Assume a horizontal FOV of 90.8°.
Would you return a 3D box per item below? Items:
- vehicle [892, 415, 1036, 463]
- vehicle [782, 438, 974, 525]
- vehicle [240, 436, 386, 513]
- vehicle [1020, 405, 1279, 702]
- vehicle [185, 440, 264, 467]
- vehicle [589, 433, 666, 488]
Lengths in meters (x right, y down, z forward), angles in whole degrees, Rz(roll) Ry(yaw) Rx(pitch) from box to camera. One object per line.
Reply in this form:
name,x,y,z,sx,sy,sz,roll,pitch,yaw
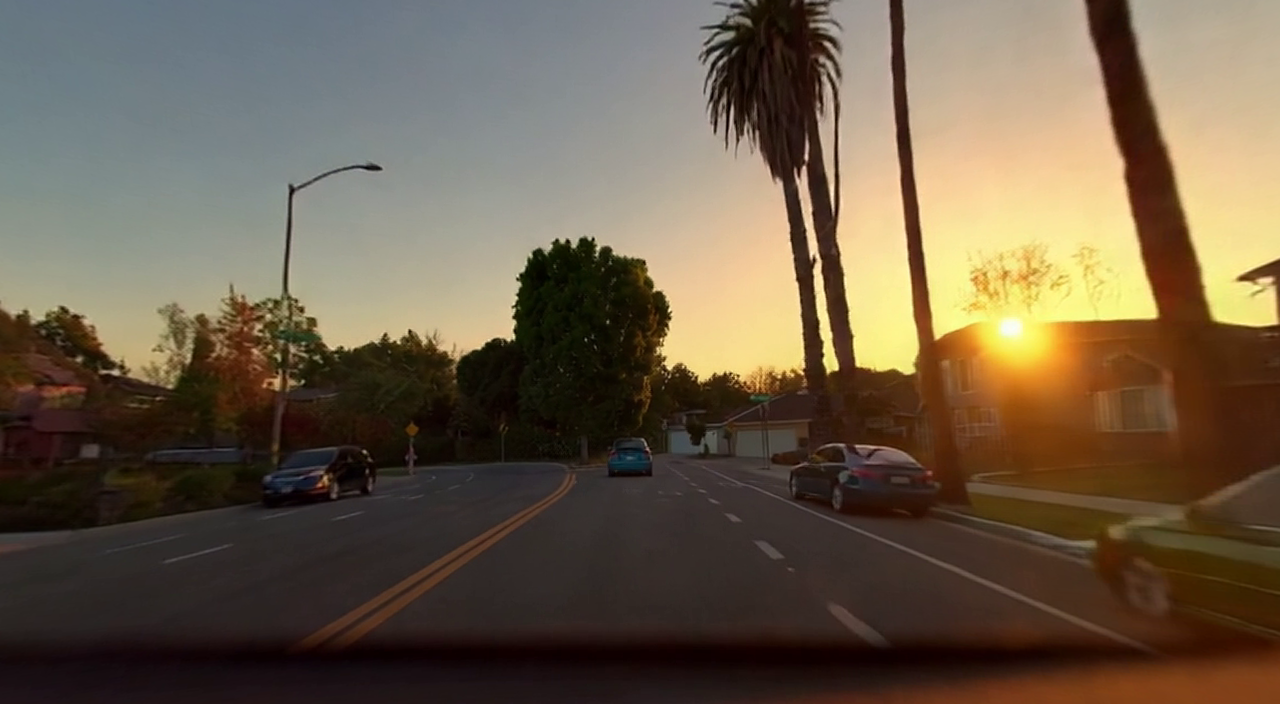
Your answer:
vehicle,13.518,3.690,26.660,4.913,1.930,2.020,-1,-9,5
vehicle,4.730,2.647,13.621,2.013,1.501,5.235,0,-9,-1
vehicle,-8.755,3.236,17.364,1.945,1.666,4.107,-3,-6,-1
vehicle,4.587,1.100,3.323,2.017,1.646,5.389,0,-9,2
vehicle,-29.806,7.314,45.543,1.918,1.821,4.769,-1,-9,10
vehicle,-0.407,3.303,19.513,2.098,1.483,4.099,0,-9,-2
